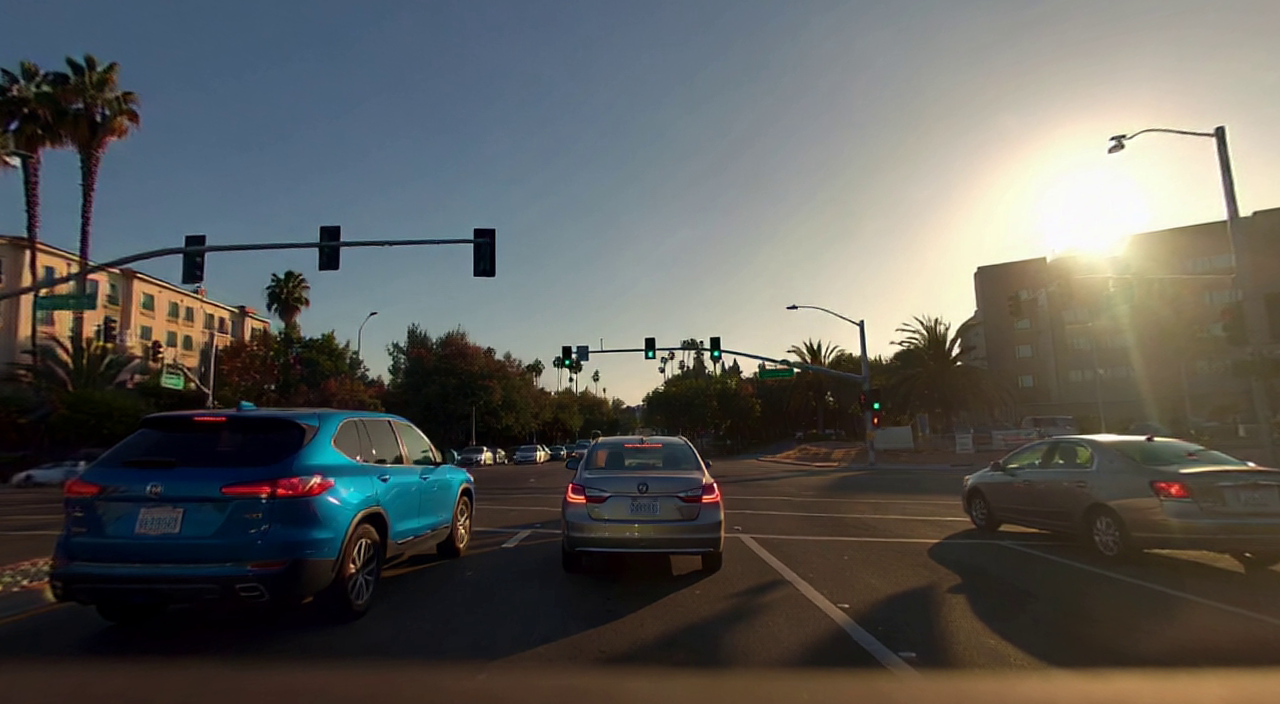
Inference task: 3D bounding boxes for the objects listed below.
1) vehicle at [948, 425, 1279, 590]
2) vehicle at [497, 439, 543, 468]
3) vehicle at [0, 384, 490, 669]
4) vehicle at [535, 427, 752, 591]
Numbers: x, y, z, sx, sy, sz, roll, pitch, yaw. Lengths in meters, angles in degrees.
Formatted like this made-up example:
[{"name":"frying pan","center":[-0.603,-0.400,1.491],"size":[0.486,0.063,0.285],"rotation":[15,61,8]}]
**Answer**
[{"name":"vehicle","center":[6.090,1.760,8.095],"size":[1.970,1.489,4.482],"rotation":[0,-8,-1]},{"name":"vehicle","center":[-7.928,6.708,42.031],"size":[2.130,1.810,4.450],"rotation":[-2,-8,1]},{"name":"vehicle","center":[-3.100,1.369,6.084],"size":[2.051,1.682,4.467],"rotation":[0,-8,2]},{"name":"vehicle","center":[0.000,1.705,7.722],"size":[1.942,1.445,3.973],"rotation":[0,-8,-1]}]
